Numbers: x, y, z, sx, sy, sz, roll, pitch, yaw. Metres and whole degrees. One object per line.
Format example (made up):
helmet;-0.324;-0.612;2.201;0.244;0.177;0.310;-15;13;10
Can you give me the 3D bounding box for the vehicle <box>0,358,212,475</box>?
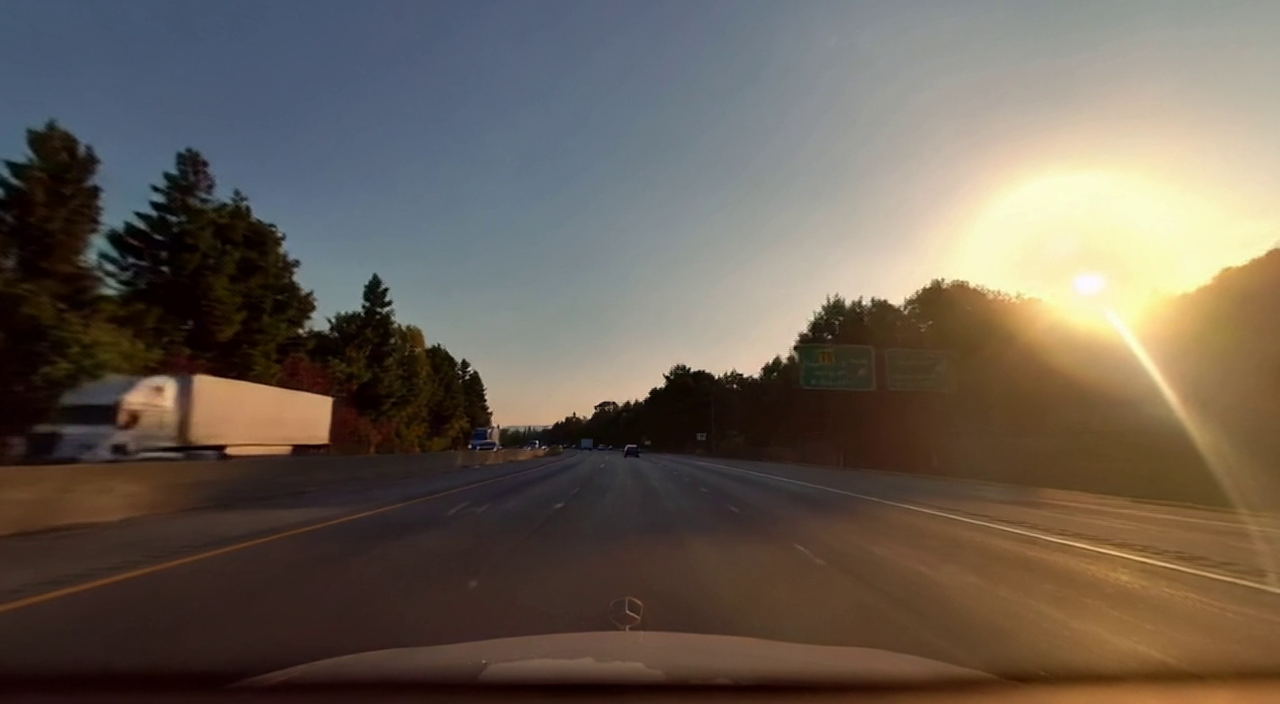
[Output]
vehicle;-20.356;2.639;24.528;2.957;3.978;6.241;0;-9;-2
